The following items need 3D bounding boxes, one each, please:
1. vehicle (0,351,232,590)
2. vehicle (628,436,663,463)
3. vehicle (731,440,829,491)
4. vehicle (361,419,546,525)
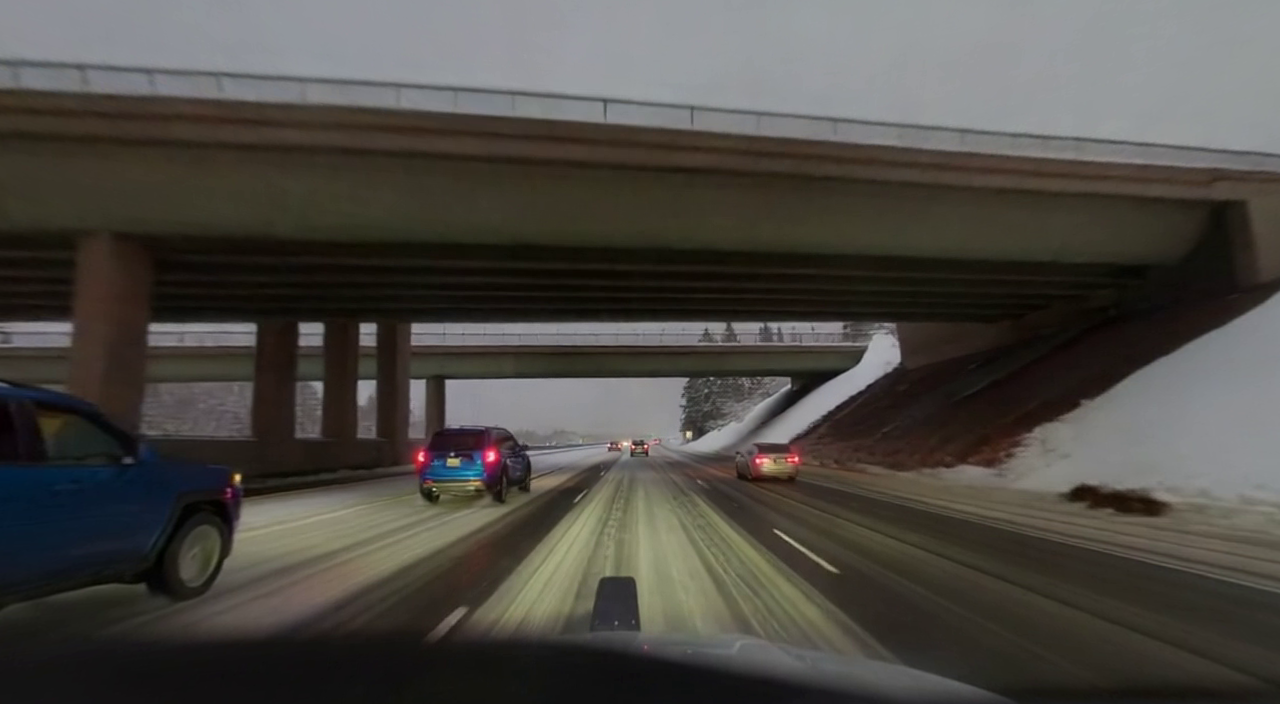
[{"bbox_3d":[-6.459,1.021,5.520,2.327,1.958,5.113,0,-8,0],"label":"vehicle"},{"bbox_3d":[0.394,7.040,45.614,2.428,1.841,4.402,0,-8,1],"label":"vehicle"},{"bbox_3d":[4.303,3.549,20.172,2.083,1.453,4.307,0,-8,-1],"label":"vehicle"},{"bbox_3d":[-3.221,2.171,11.934,2.193,1.641,4.077,0,-8,1],"label":"vehicle"}]
